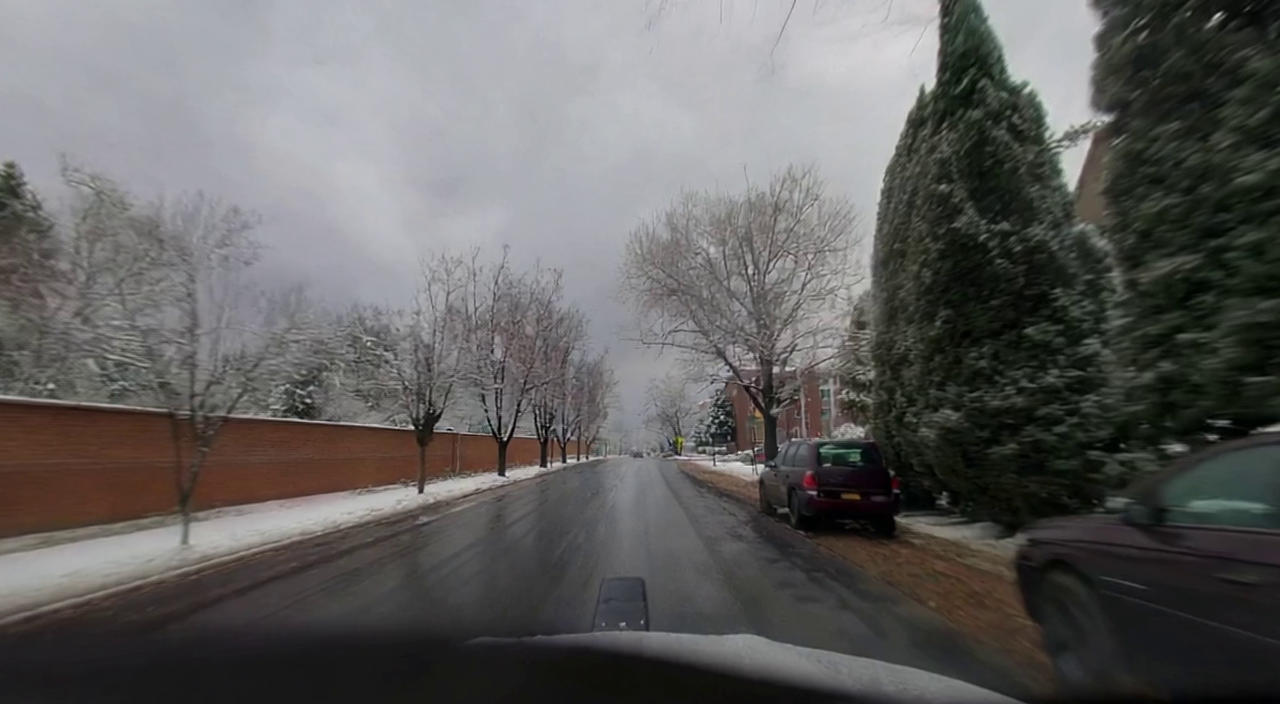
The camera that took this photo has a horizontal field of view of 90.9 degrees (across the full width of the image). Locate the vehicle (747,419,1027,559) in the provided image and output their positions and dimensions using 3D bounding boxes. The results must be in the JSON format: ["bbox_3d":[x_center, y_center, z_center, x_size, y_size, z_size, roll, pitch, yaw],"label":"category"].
[{"bbox_3d":[3.497,2.129,10.880,2.161,1.622,6.732,1,-9,0],"label":"vehicle"}]

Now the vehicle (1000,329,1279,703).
[{"bbox_3d":[3.546,0.616,1.205,2.147,1.780,6.071,0,-9,0],"label":"vehicle"}]
